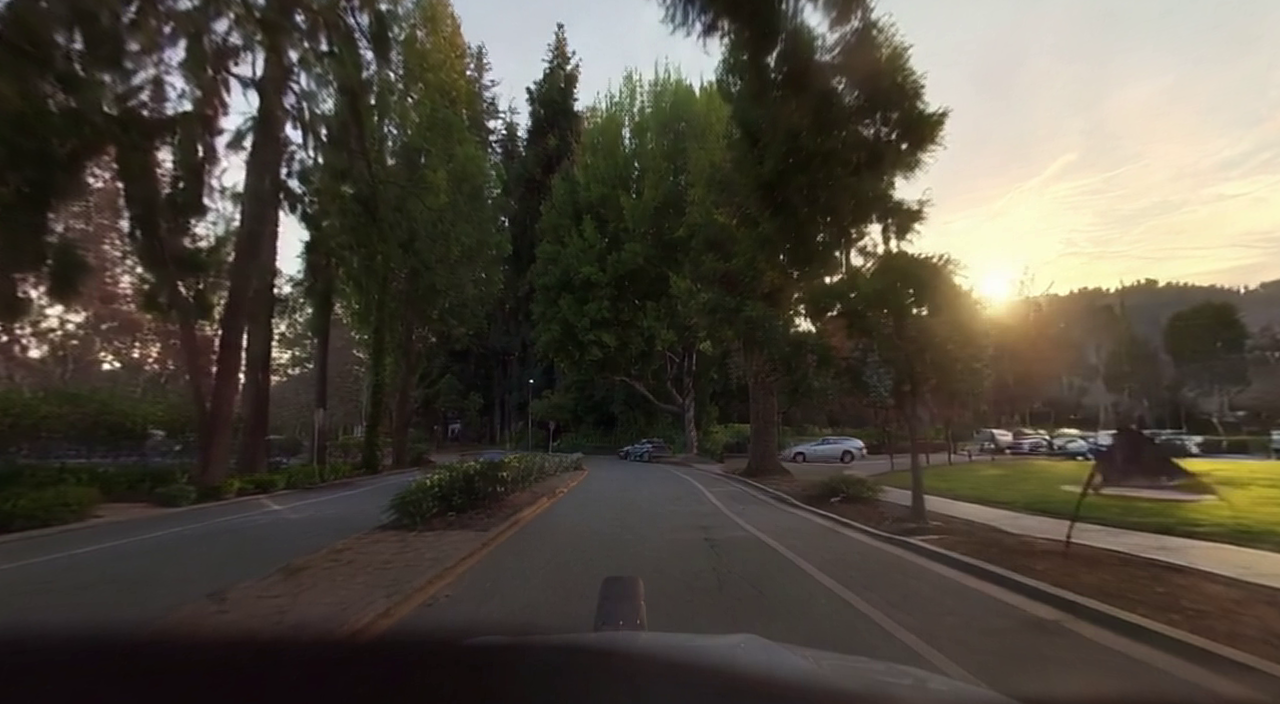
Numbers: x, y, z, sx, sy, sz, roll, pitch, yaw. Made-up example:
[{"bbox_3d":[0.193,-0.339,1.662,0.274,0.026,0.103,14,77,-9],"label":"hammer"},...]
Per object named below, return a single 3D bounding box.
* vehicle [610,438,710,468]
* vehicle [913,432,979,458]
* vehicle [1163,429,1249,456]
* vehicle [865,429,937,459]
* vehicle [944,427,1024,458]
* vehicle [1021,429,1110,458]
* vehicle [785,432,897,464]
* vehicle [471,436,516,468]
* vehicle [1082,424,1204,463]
[{"bbox_3d":[1.031,5.395,33.736,4.890,1.478,2.253,-6,-10,34],"label":"vehicle"},{"bbox_3d":[17.985,5.481,37.290,1.673,1.436,3.700,0,-8,-8],"label":"vehicle"},{"bbox_3d":[36.120,5.794,40.458,1.790,1.665,3.807,0,-8,-4],"label":"vehicle"},{"bbox_3d":[15.482,5.528,37.761,2.073,1.642,4.468,0,-9,-6],"label":"vehicle"},{"bbox_3d":[20.716,5.514,38.306,2.023,1.736,4.227,1,-9,-8],"label":"vehicle"},{"bbox_3d":[25.684,5.559,38.372,1.919,1.592,4.607,0,-9,-5],"label":"vehicle"},{"bbox_3d":[9.968,4.807,31.630,4.870,1.507,2.073,-1,-9,0],"label":"vehicle"},{"bbox_3d":[-8.891,6.109,38.700,2.100,1.771,4.463,0,-8,-6],"label":"vehicle"},{"bbox_3d":[21.147,3.887,26.635,3.830,1.429,1.890,4,-10,-10],"label":"vehicle"}]
